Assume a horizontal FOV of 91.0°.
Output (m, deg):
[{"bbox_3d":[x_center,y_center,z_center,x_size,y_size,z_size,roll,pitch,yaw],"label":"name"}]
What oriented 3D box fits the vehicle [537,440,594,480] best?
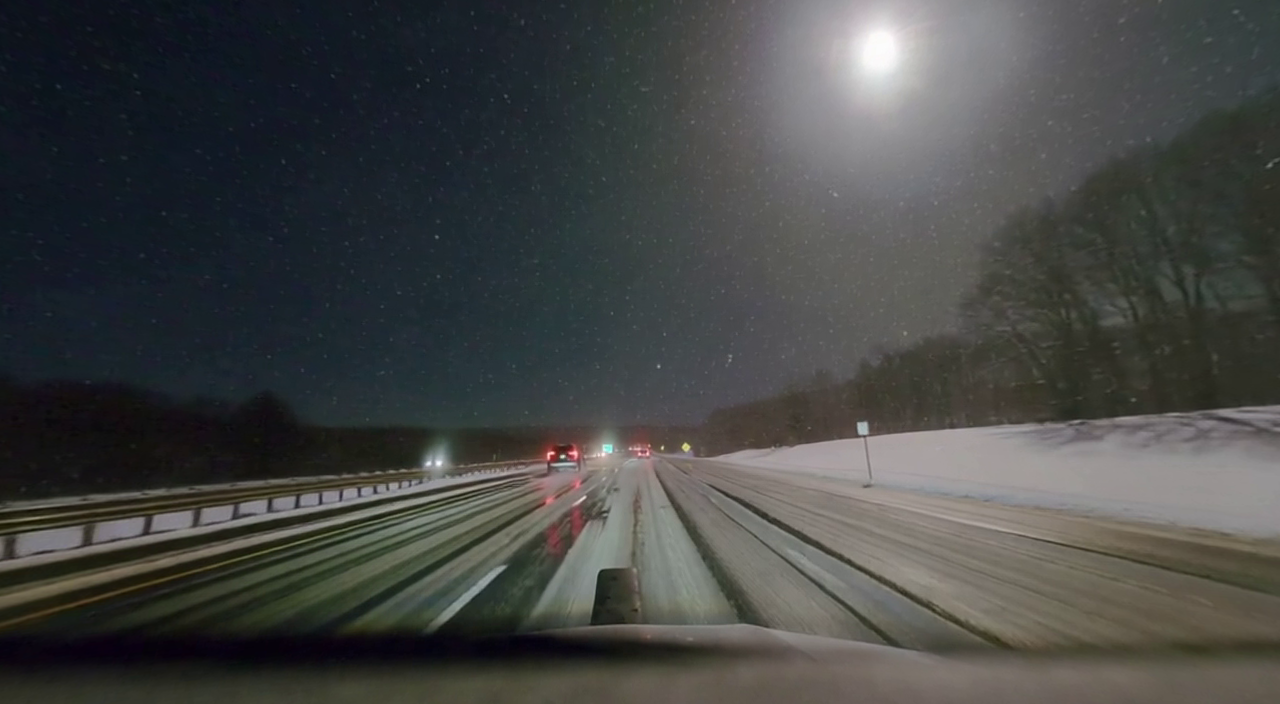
[{"bbox_3d":[-3.440,5.071,29.846,2.070,1.707,4.309,0,-9,2],"label":"vehicle"}]
